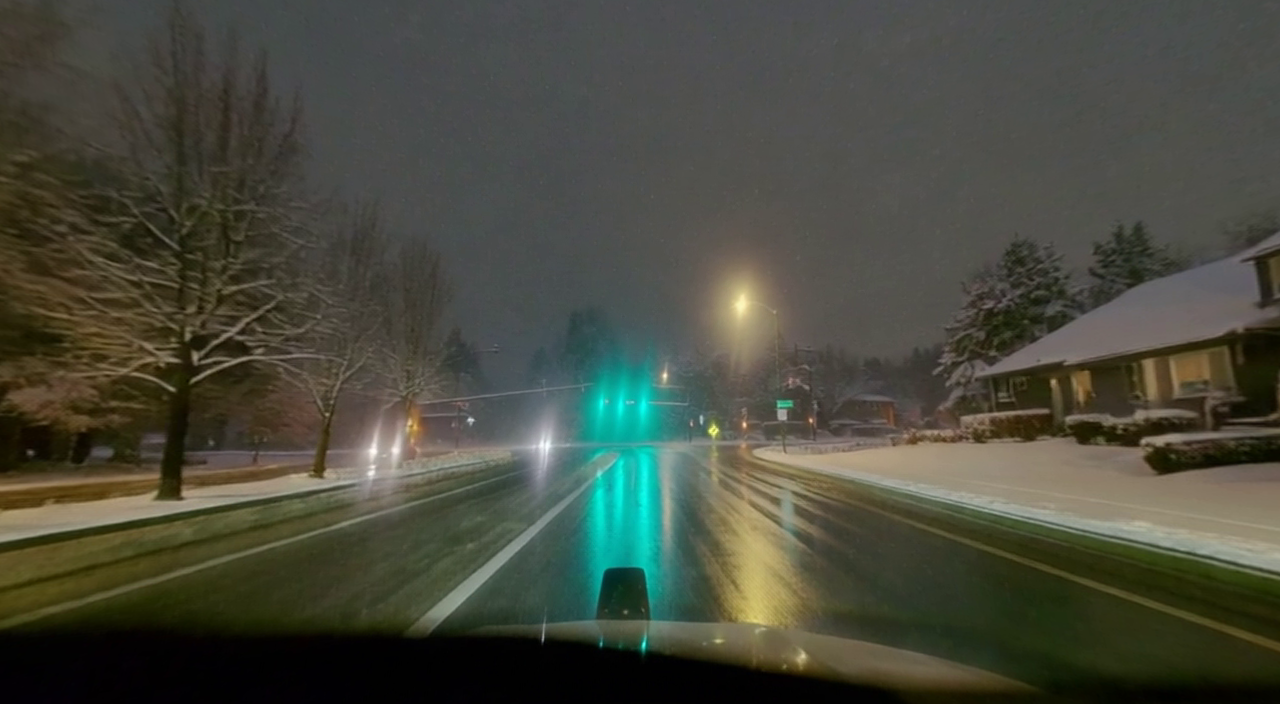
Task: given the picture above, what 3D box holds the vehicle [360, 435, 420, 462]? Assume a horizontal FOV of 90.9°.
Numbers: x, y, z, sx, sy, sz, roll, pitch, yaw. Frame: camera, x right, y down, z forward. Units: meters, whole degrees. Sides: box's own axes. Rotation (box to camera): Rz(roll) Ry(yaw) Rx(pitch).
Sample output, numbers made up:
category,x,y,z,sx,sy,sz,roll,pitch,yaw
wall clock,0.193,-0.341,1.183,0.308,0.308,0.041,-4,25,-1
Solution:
category,x,y,z,sx,sy,sz,roll,pitch,yaw
vehicle,-16.671,6.430,42.263,2.006,1.694,4.351,-1,-8,4
